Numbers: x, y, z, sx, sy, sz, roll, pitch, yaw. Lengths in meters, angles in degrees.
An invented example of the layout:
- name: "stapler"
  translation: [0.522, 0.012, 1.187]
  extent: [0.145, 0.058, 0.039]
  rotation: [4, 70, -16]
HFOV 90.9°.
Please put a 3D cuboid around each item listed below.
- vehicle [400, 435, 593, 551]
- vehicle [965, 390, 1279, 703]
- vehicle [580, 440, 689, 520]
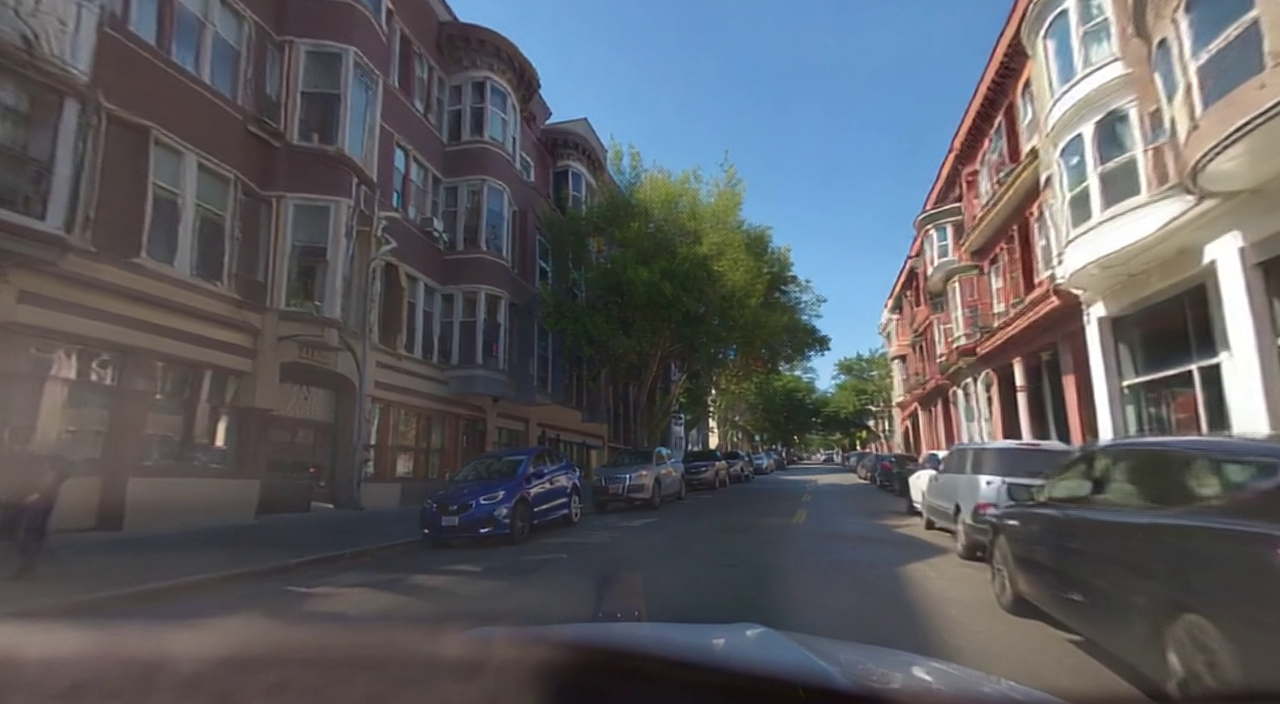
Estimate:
- name: "vehicle"
  translation: [-2.189, 2.186, 10.443]
  extent: [1.875, 1.564, 2.982]
  rotation: [-3, -8, 16]
- name: "vehicle"
  translation: [3.179, 1.016, 3.031]
  extent: [1.925, 1.481, 4.653]
  rotation: [-3, -8, 16]
- name: "vehicle"
  translation: [0.006, 3.231, 16.577]
  extent: [1.867, 1.519, 3.920]
  rotation: [-1, -4, 16]
